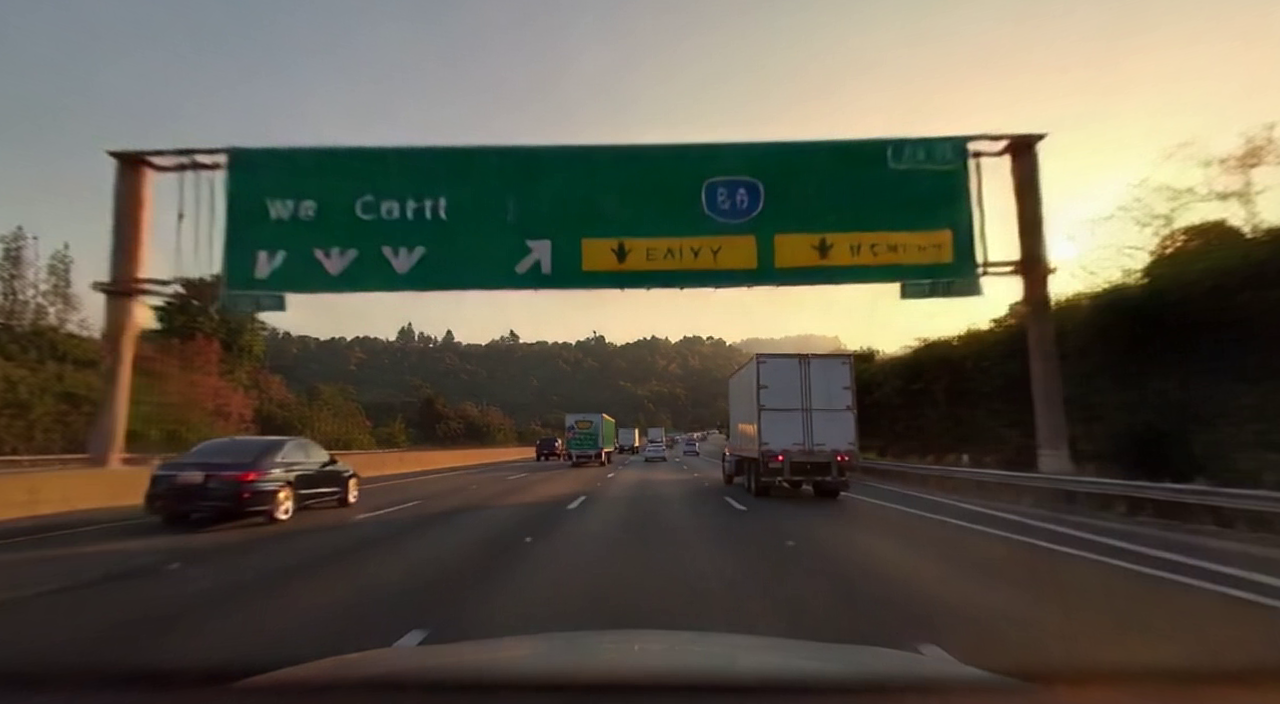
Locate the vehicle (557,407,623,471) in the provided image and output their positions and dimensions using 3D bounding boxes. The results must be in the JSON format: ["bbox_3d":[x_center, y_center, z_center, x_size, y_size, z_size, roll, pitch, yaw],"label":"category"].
[{"bbox_3d":[-2.622,4.949,35.624,2.745,3.156,7.608,0,-8,2],"label":"vehicle"}]

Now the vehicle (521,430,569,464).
[{"bbox_3d":[-6.578,6.694,44.343,2.322,2.195,5.556,0,-8,2],"label":"vehicle"}]

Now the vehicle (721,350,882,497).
[{"bbox_3d":[4.328,2.252,18.909,2.895,3.484,7.631,0,-8,1],"label":"vehicle"}]

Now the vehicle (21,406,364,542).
[{"bbox_3d":[-7.319,2.065,11.322,2.272,1.850,5.156,0,-8,1],"label":"vehicle"}]

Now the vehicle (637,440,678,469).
[{"bbox_3d":[0.966,5.550,34.320,2.105,1.502,4.068,0,-8,2],"label":"vehicle"}]
